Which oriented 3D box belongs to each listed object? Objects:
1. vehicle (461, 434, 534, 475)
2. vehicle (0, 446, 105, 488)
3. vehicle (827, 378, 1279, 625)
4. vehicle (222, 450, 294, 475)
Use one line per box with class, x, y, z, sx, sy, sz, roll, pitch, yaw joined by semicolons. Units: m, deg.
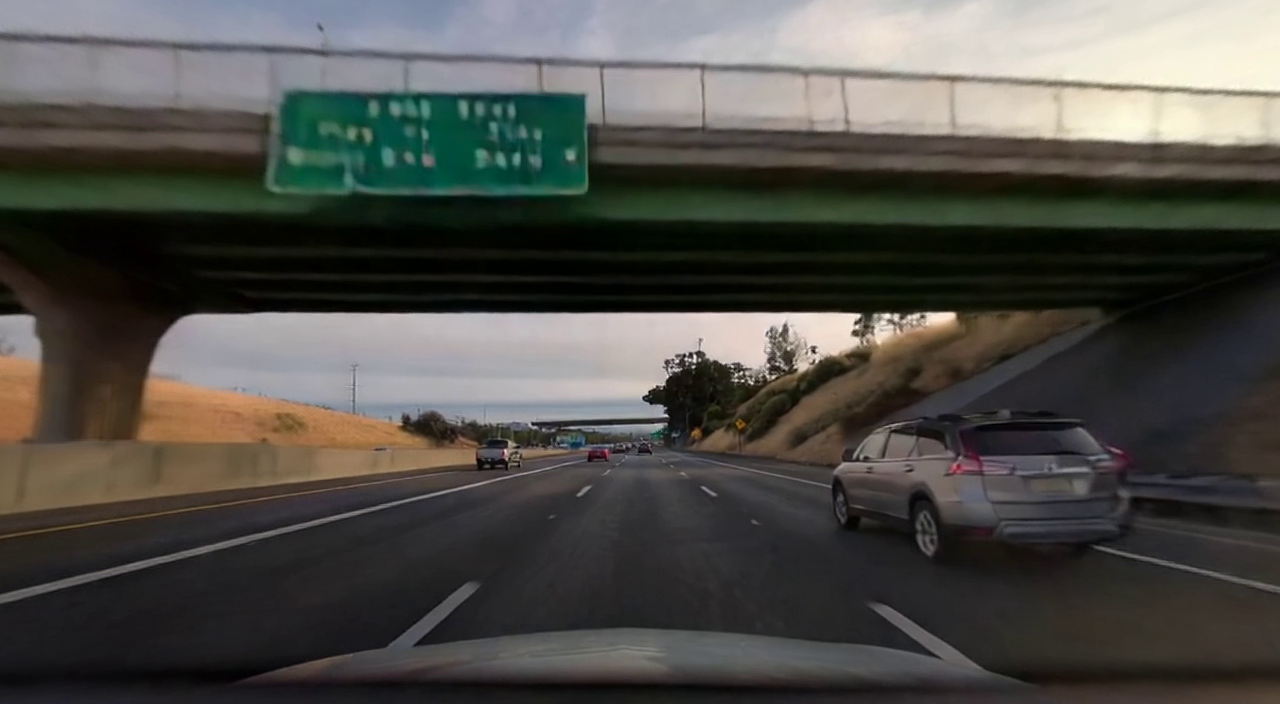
vehicle;-7.281;5.327;32.926;2.341;1.959;5.684;0;-9;2
vehicle;-29.810;5.591;31.119;2.034;1.876;5.304;0;-9;0
vehicle;3.609;1.374;6.644;1.990;1.735;4.276;0;-9;1
vehicle;-25.971;7.491;42.984;2.020;1.629;4.543;0;-9;1
